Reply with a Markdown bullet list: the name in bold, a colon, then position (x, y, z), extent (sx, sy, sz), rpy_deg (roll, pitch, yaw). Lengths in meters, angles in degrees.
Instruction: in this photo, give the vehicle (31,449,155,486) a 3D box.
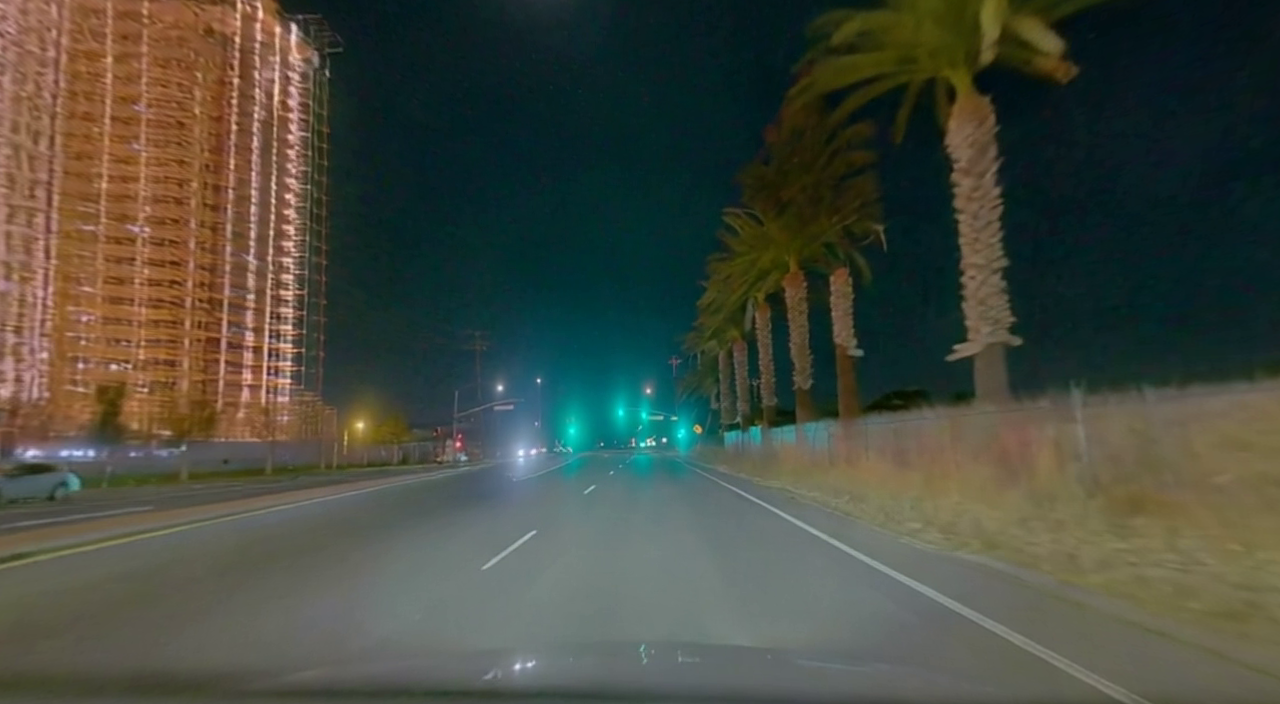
- **vehicle**: position (-29.622, 6.207, 34.469), extent (2.213, 1.795, 5.964), rpy_deg (1, -9, -9)
